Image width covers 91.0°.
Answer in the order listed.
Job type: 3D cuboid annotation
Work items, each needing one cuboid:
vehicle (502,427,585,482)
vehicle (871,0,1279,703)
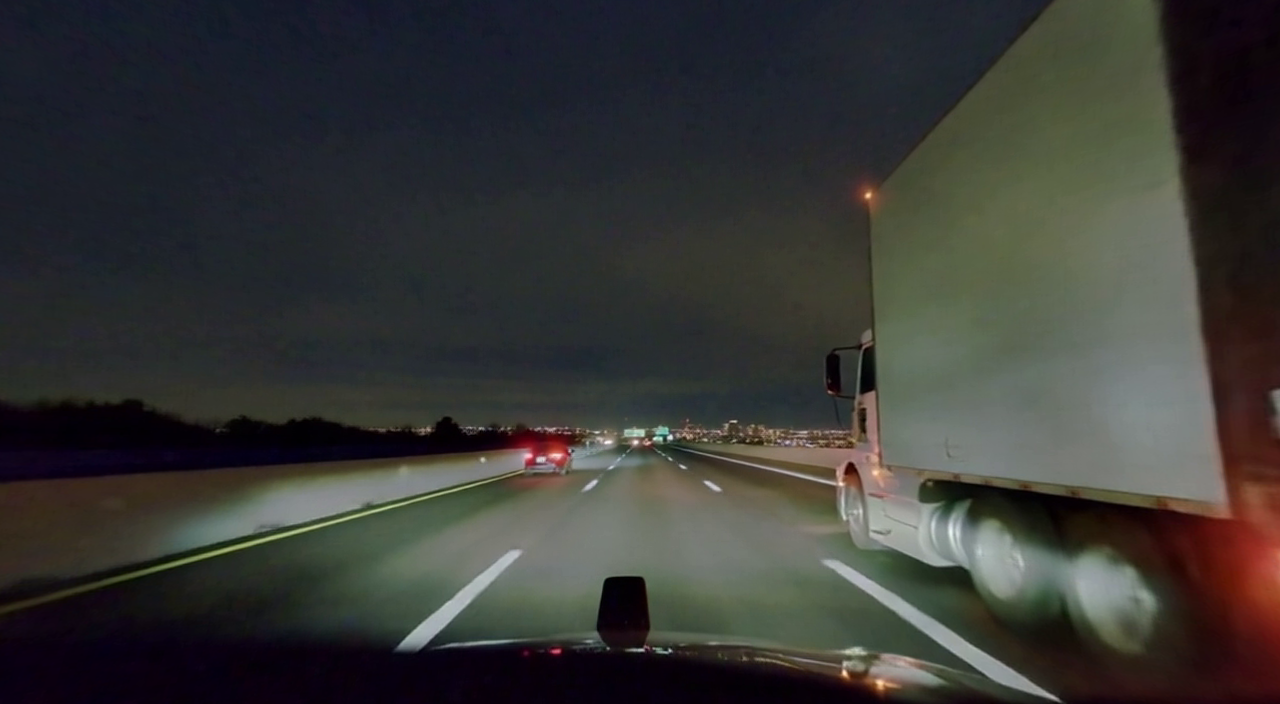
[{"bbox_3d":[-3.234,3.565,22.139,2.189,1.707,4.692,0,-8,0],"label":"vehicle"},{"bbox_3d":[3.881,-0.254,3.480,3.037,4.014,6.276,1,-7,3],"label":"vehicle"}]
